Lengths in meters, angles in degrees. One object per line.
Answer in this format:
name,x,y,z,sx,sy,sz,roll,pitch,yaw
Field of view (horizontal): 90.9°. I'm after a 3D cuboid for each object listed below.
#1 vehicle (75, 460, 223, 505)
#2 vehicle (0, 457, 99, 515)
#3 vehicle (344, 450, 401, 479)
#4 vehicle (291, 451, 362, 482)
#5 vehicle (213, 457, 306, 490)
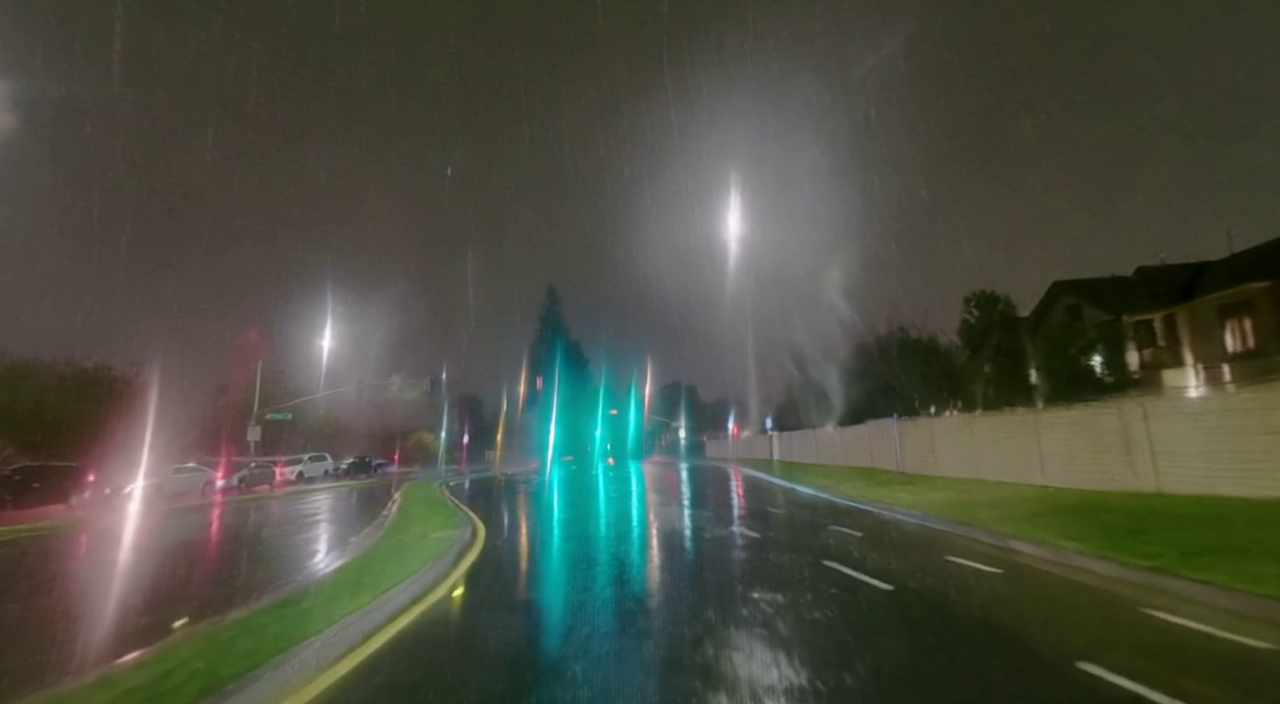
vehicle,-20.903,5.527,27.212,1.954,1.575,5.225,-1,-8,3
vehicle,-21.228,4.448,21.059,1.974,1.704,4.628,0,-8,3
vehicle,-20.024,8.412,47.408,2.050,1.697,4.838,-4,-7,2
vehicle,-20.468,7.453,41.396,2.148,1.856,4.632,0,-8,3
vehicle,-20.610,6.577,34.419,1.883,1.506,4.863,0,-8,3
